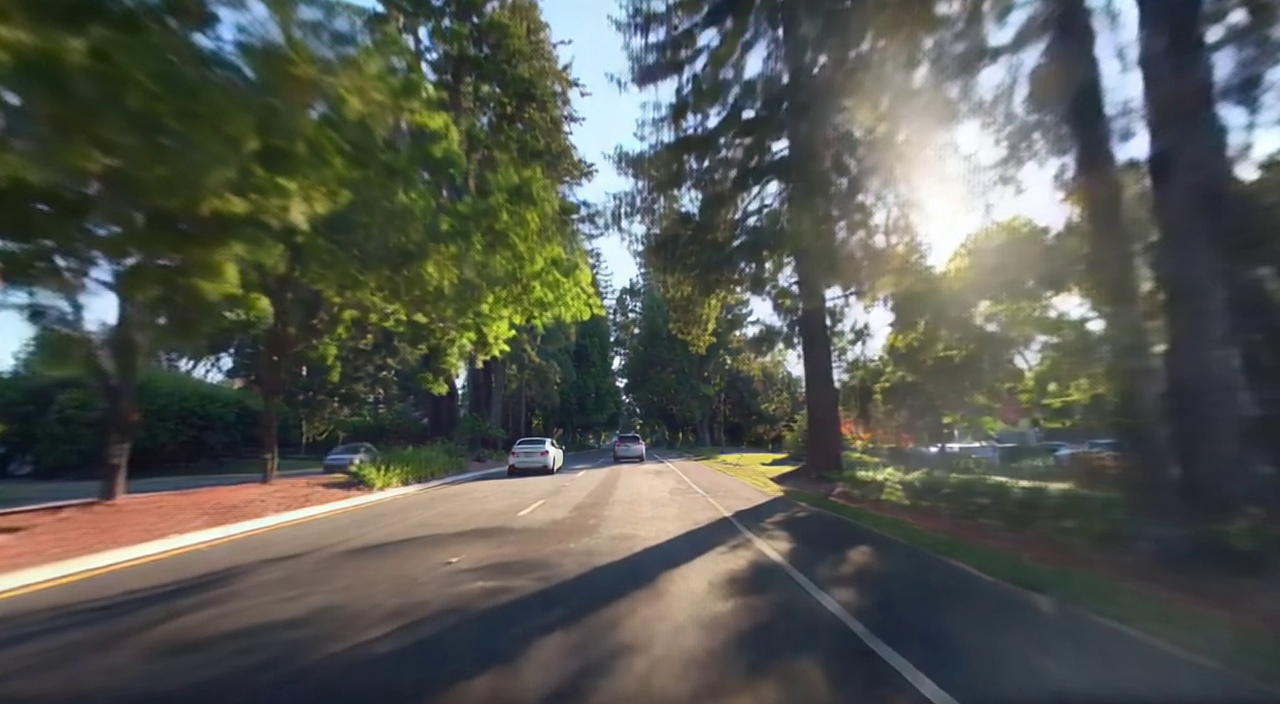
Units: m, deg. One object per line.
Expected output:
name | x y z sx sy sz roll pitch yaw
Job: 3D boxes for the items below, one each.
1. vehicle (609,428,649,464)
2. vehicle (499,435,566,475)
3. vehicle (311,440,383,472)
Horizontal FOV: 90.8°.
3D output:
vehicle | -0.572 4.988 33.535 2.018 1.769 3.897 0 -8 -1
vehicle | -4.170 4.071 25.186 1.917 1.448 4.178 0 -8 0
vehicle | -16.478 5.837 35.787 1.896 1.712 4.523 0 -8 1
